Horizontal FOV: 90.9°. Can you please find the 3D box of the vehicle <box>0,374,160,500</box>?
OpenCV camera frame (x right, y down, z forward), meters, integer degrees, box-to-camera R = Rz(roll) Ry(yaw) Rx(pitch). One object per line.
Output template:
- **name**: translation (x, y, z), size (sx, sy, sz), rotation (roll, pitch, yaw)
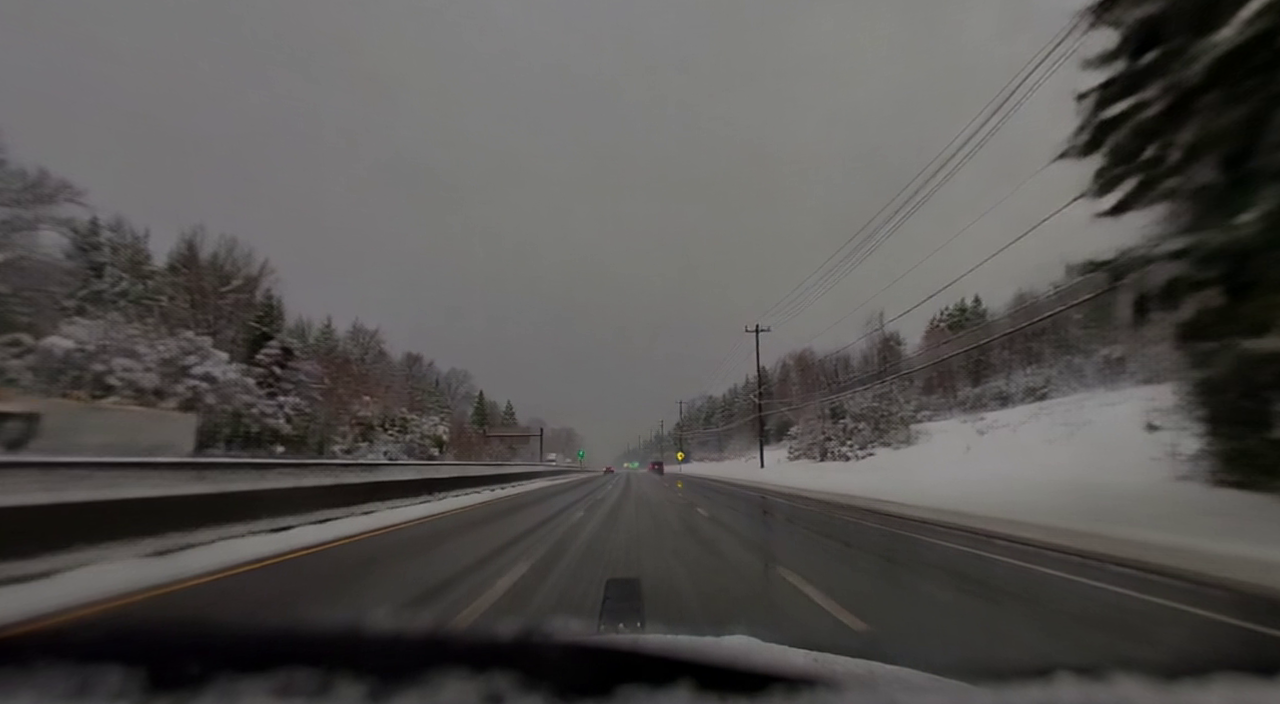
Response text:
- **vehicle**: translation (-16.909, 2.267, 16.683), size (2.713, 3.016, 6.960), rotation (2, -10, 0)
